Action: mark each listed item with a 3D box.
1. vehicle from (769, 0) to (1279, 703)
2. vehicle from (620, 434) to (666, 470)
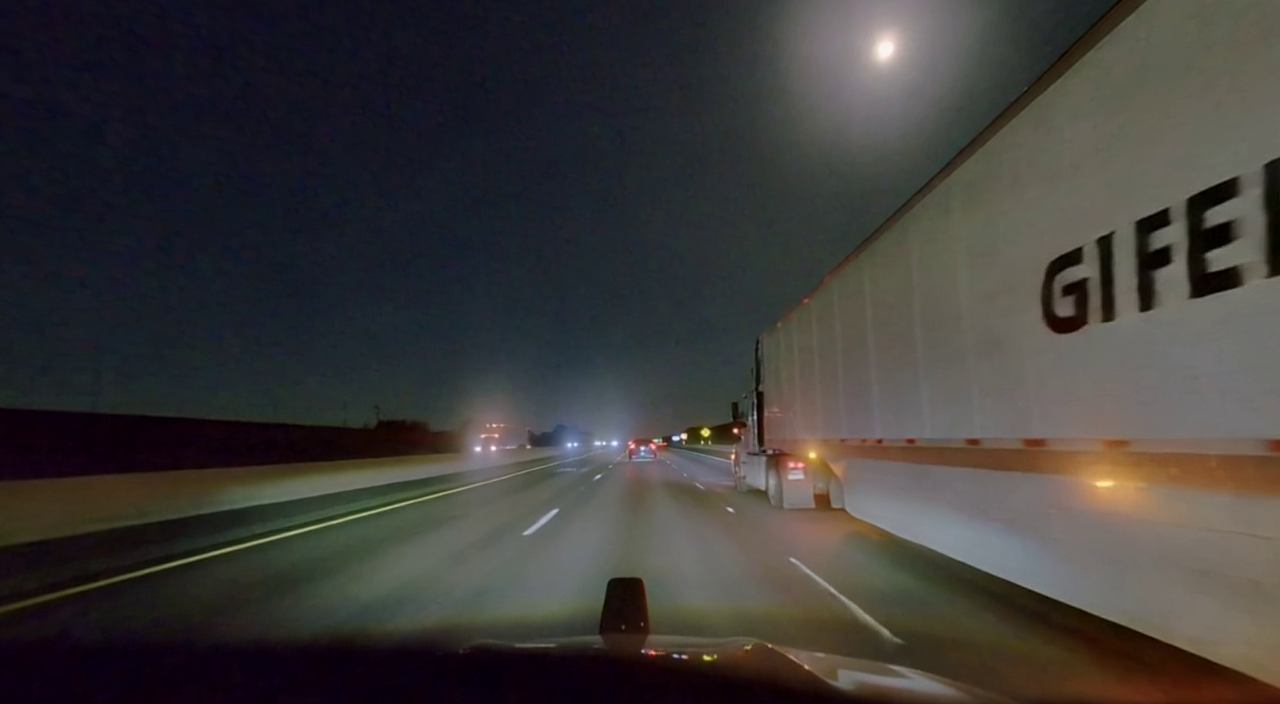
[{"bbox_3d":[4.255,-0.009,5.427,2.936,4.125,15.204,0,-8,-1],"label":"vehicle"},{"bbox_3d":[0.144,4.874,30.846,2.111,1.635,4.177,0,-8,0],"label":"vehicle"}]
